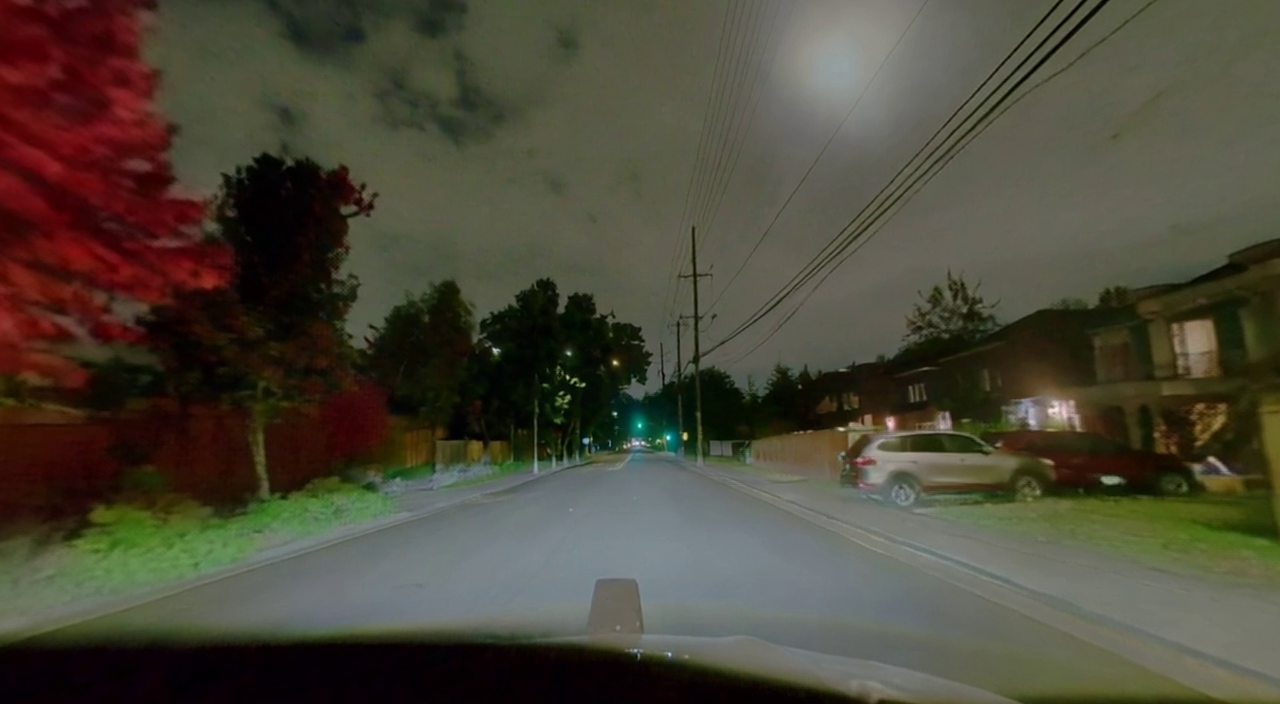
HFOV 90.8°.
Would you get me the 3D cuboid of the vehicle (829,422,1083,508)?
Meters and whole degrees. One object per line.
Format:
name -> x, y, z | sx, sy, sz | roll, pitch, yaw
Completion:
vehicle -> 7.176, 2.613, 14.834 | 4.806, 1.851, 2.050 | 0, -9, 2
